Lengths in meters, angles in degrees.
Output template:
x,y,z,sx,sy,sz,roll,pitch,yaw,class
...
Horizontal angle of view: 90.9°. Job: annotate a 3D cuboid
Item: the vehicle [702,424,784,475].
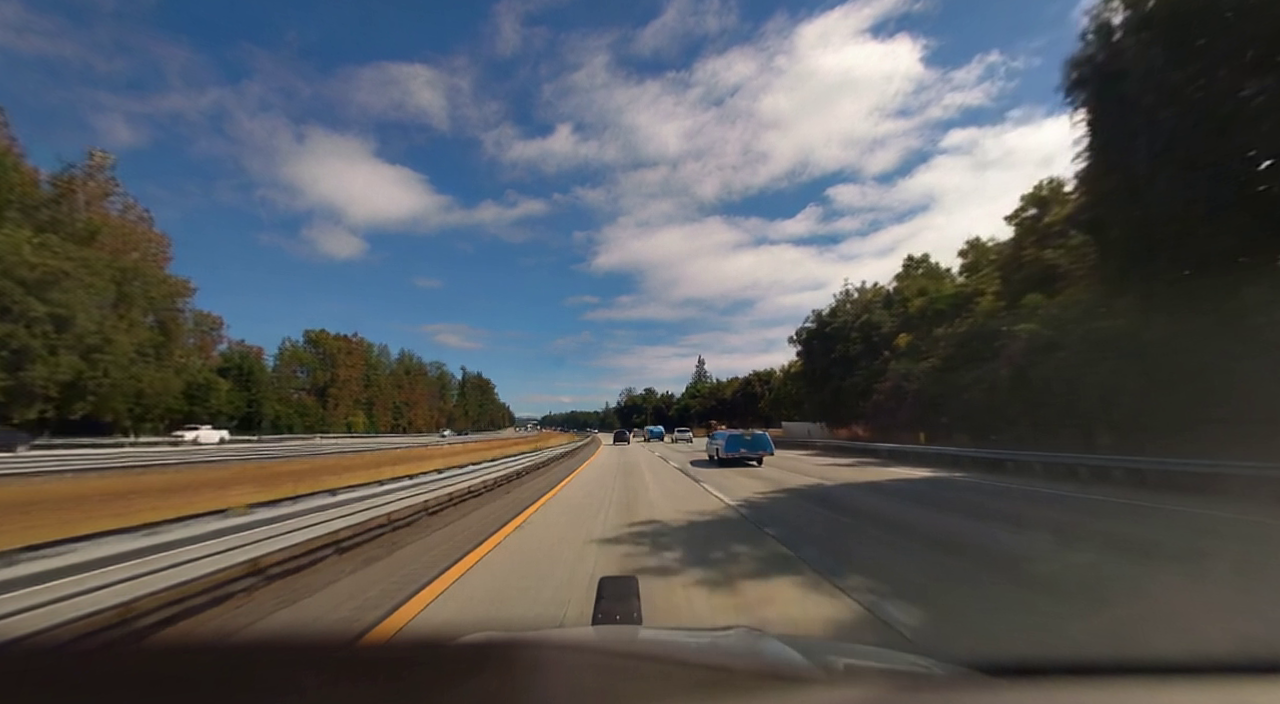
x,y,z,sx,sy,sz,roll,pitch,yaw,class
3.428,3.314,21.707,2.002,1.569,3.845,0,-8,-2,vehicle
